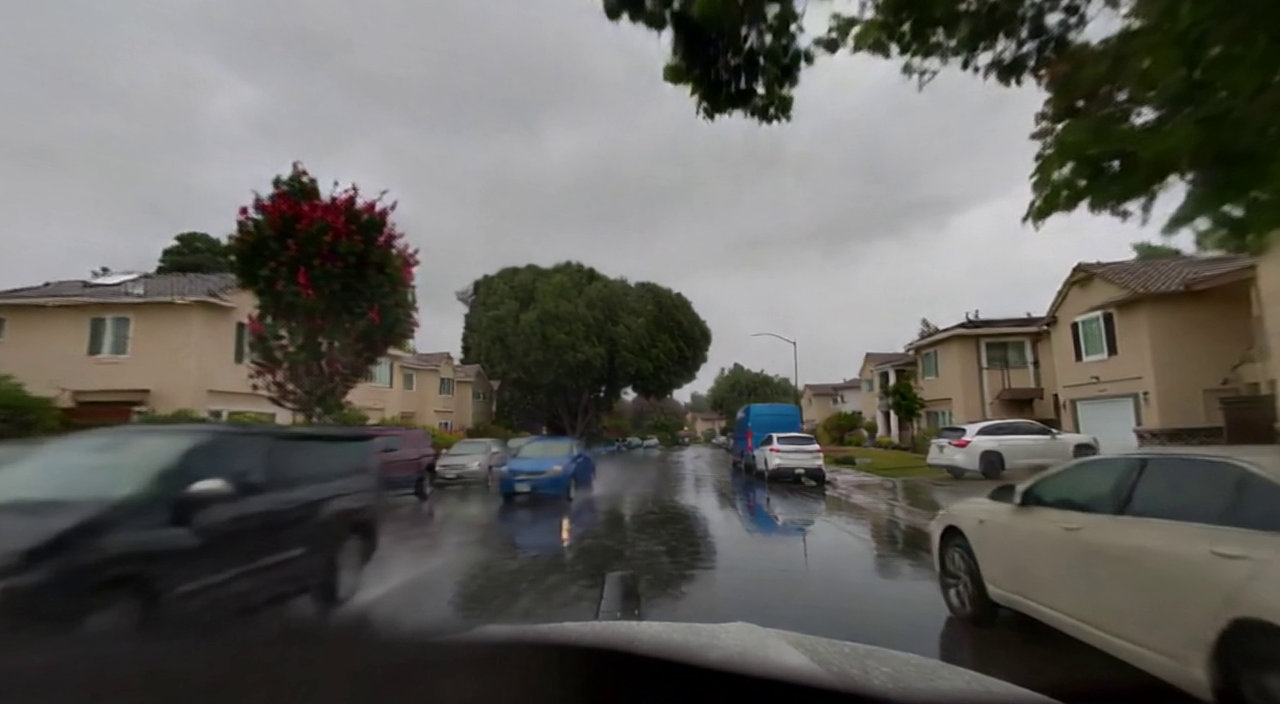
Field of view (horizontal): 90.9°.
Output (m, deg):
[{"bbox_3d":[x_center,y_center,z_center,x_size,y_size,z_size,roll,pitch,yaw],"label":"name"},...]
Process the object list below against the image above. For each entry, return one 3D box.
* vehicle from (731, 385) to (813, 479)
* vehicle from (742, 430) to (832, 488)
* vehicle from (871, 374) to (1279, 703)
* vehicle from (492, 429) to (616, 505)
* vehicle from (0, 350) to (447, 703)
[{"bbox_3d":[4.854,3.087,24.207,2.317,3.096,6.383,-1,-8,6],"label":"vehicle"},{"bbox_3d":[4.207,3.095,18.722,1.955,1.500,4.410,-1,-8,5],"label":"vehicle"},{"bbox_3d":[3.009,1.038,3.462,2.052,1.499,4.699,-1,-8,5],"label":"vehicle"},{"bbox_3d":[-1.837,2.585,14.730,1.889,1.505,3.849,-1,-8,8],"label":"vehicle"},{"bbox_3d":[-3.154,1.111,4.445,1.959,1.670,4.255,-1,-8,4],"label":"vehicle"}]
